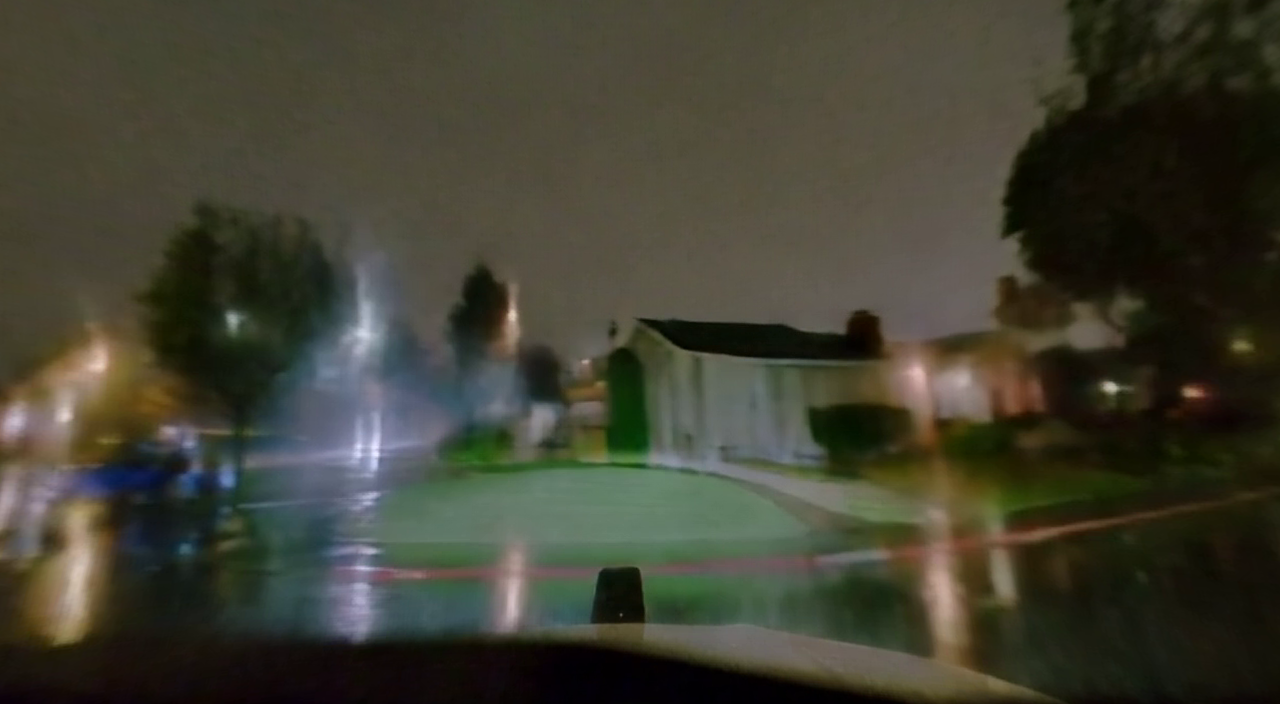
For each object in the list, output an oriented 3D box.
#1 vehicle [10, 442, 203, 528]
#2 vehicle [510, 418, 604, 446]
[{"bbox_3d":[-11.116,2.710,13.635,1.969,1.493,4.681,4,-9,-26],"label":"vehicle"},{"bbox_3d":[-4.655,4.543,35.517,4.799,1.469,2.010,4,-9,-25],"label":"vehicle"}]
